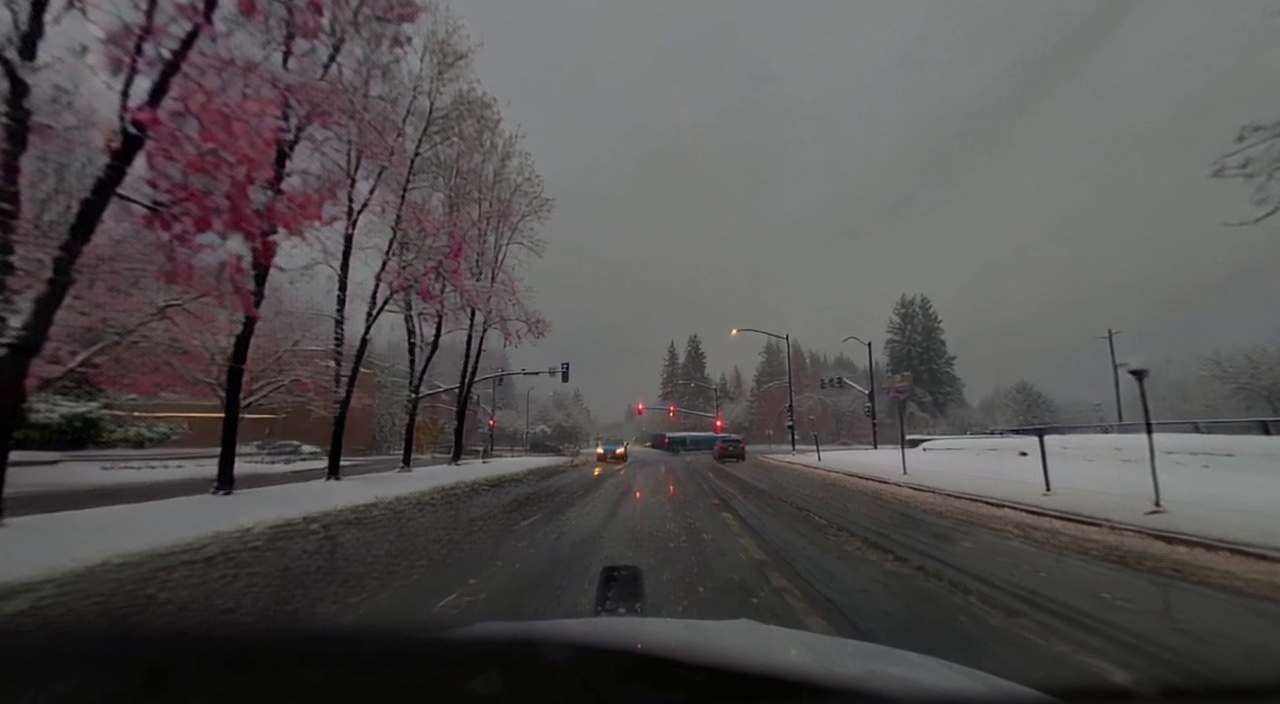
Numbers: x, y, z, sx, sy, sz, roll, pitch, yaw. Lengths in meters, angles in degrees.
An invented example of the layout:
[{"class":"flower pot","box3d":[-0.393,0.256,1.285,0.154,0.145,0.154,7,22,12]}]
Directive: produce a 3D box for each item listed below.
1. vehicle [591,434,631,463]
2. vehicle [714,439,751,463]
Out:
[{"class":"vehicle","box3d":[-1.805,6.182,40.513,1.995,1.703,4.367,-1,-9,4]},{"class":"vehicle","box3d":[6.194,6.684,42.753,2.007,1.466,4.291,-1,-8,2]}]
